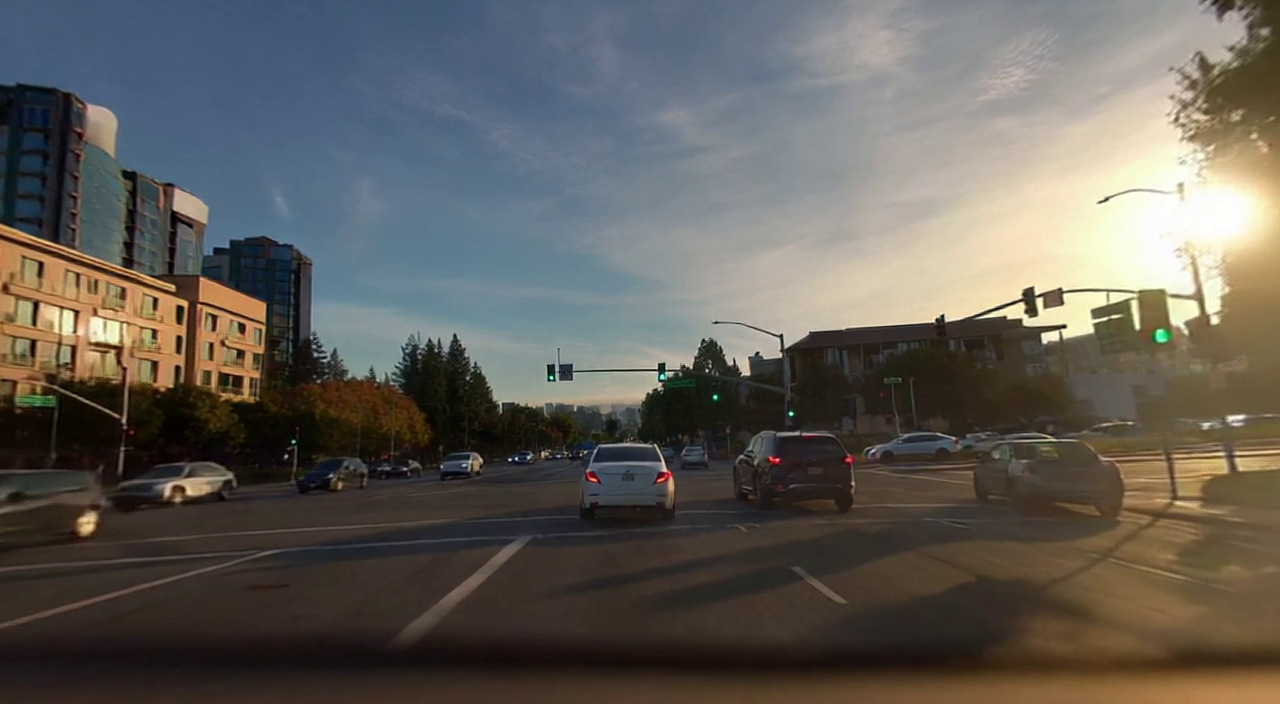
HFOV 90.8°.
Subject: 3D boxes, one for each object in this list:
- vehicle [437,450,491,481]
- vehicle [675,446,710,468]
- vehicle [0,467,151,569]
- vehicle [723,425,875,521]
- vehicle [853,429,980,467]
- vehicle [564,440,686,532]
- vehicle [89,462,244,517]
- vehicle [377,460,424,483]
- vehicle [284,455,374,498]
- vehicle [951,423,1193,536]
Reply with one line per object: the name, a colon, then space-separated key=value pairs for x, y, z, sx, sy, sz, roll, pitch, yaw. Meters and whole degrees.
vehicle: x=-11.133 y=7.175 z=40.274 sx=2.078 sy=1.795 sz=4.636 roll=0 pitch=-8 yaw=0
vehicle: x=3.770 y=7.614 z=45.963 sx=2.123 sy=1.455 sz=4.318 roll=0 pitch=-8 yaw=-1
vehicle: x=-11.645 y=2.968 z=11.473 sx=1.992 sy=1.562 sz=4.361 roll=0 pitch=-8 yaw=0
vehicle: x=3.294 y=2.607 z=14.207 sx=2.107 sy=1.773 sz=4.557 roll=0 pitch=-8 yaw=-2
vehicle: x=15.154 y=5.327 z=35.062 sx=6.013 sy=2.030 sz=2.461 roll=-2 pitch=-9 yaw=12
vehicle: x=-0.277 y=2.523 z=12.537 sx=2.034 sy=1.500 sz=3.966 roll=0 pitch=-8 yaw=-1
vehicle: x=-18.218 y=5.275 z=24.678 sx=2.437 sy=1.777 sz=4.578 roll=0 pitch=-8 yaw=1
vehicle: x=-18.222 y=9.098 z=48.290 sx=1.840 sy=1.511 sz=4.229 roll=0 pitch=-8 yaw=1
vehicle: x=-14.812 y=5.936 z=30.434 sx=1.908 sy=1.797 sz=4.620 roll=0 pitch=-8 yaw=1
vehicle: x=7.916 y=2.340 z=12.242 sx=2.039 sy=1.760 sz=4.319 roll=-1 pitch=-9 yaw=8
